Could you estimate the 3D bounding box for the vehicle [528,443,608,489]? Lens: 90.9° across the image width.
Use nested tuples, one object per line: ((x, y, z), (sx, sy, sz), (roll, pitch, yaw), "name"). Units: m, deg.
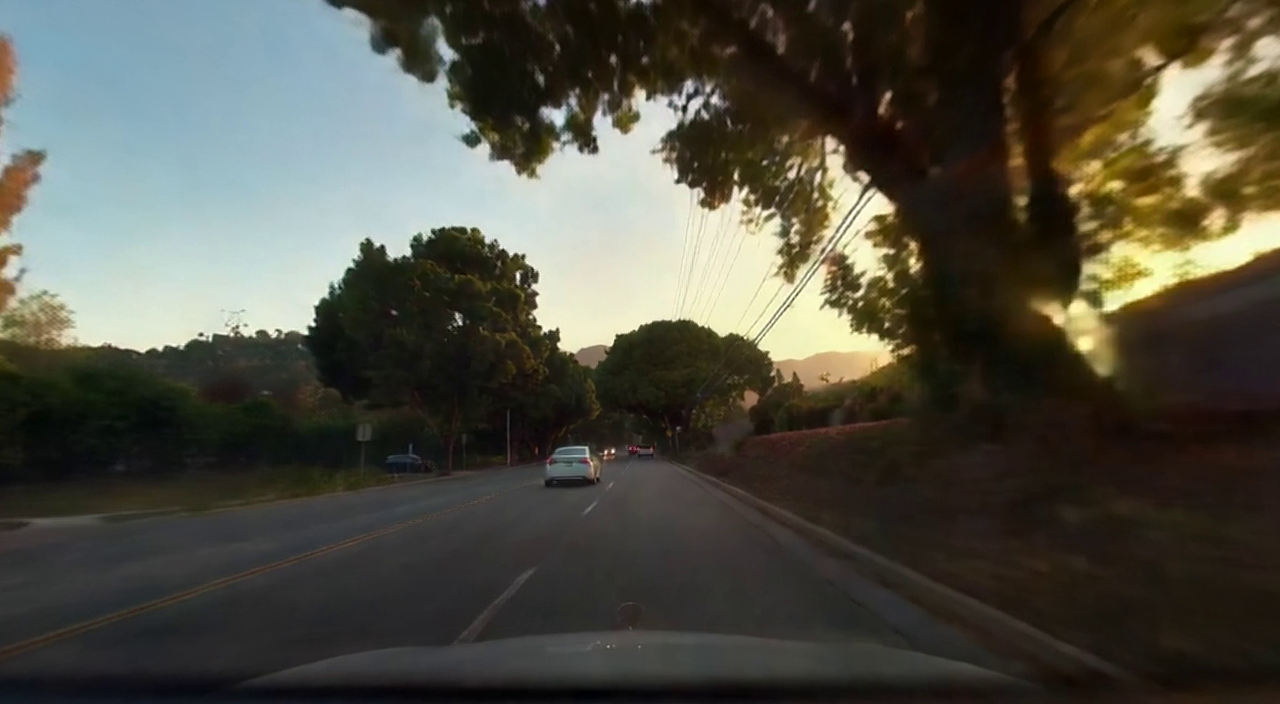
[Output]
((-2.436, 4.029, 22.597), (2.153, 1.461, 4.374), (-1, -8, 3), "vehicle")
